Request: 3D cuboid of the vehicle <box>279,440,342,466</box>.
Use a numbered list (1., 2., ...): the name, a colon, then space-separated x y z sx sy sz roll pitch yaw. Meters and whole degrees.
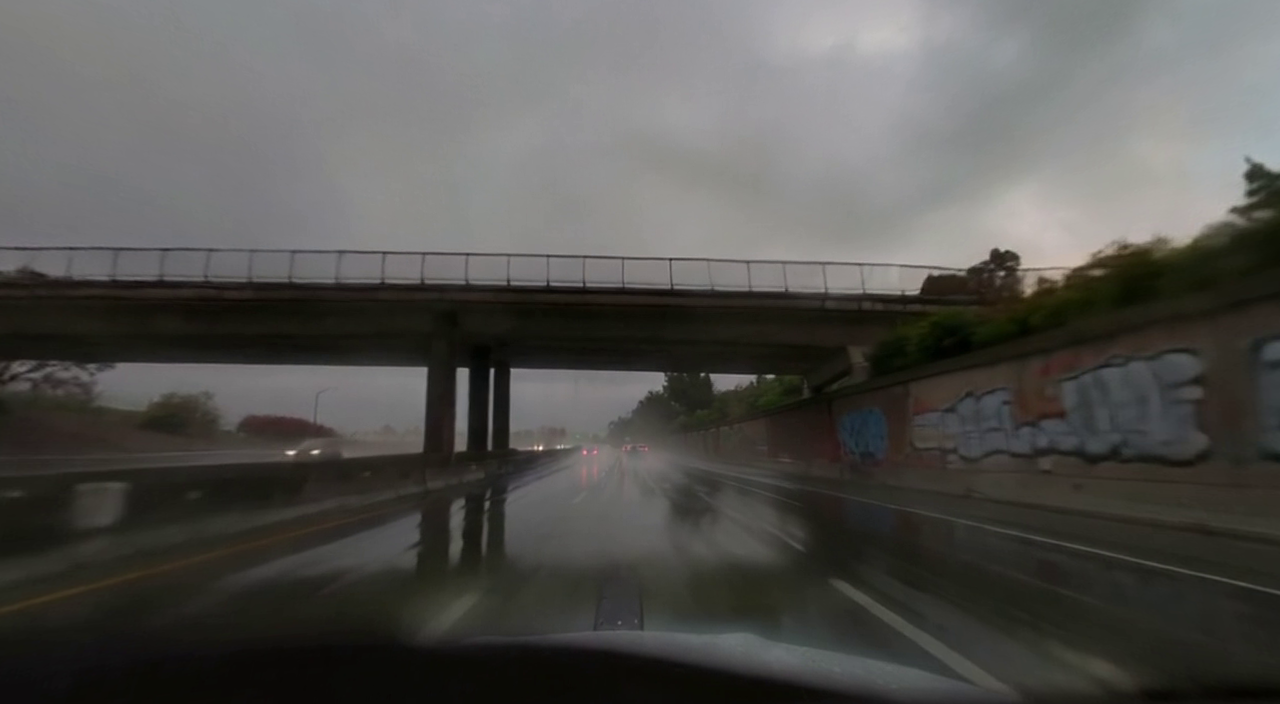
1. vehicle: -19.984 6.146 38.324 1.743 1.458 3.911 0 -9 -1
